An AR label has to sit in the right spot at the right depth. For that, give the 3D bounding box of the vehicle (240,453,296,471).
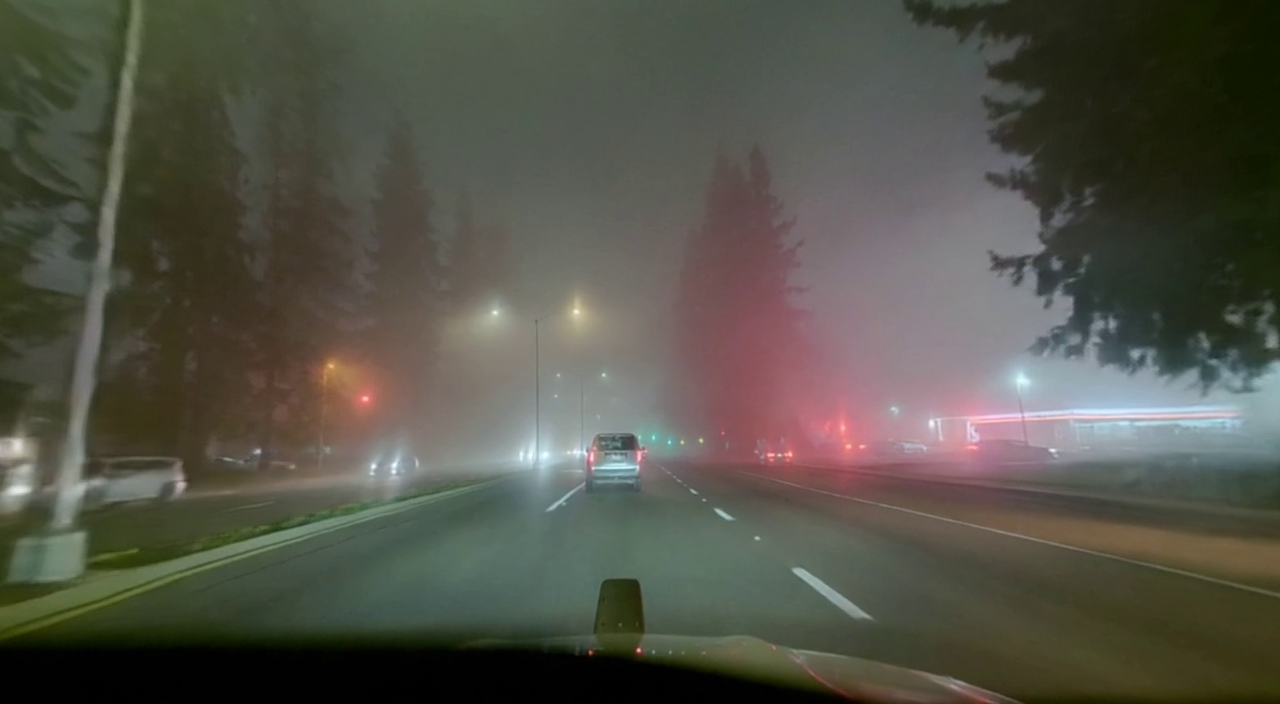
[{"bbox_3d":[-29.232,8.650,49.672,3.327,1.360,1.672,-1,-9,4],"label":"vehicle"}]

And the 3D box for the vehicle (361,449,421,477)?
[{"bbox_3d":[-15.575,6.931,39.787,2.022,1.615,4.324,0,-8,0],"label":"vehicle"}]

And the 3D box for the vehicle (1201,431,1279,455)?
[{"bbox_3d":[39.780,5.944,41.265,4.167,1.455,2.067,-1,-8,0],"label":"vehicle"}]

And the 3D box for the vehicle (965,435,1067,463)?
[{"bbox_3d":[20.722,5.366,34.951,4.339,1.456,2.030,0,-8,-2],"label":"vehicle"}]

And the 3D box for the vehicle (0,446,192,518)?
[{"bbox_3d":[-16.267,3.746,18.925,2.127,1.836,4.833,0,-8,0],"label":"vehicle"}]

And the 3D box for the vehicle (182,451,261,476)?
[{"bbox_3d":[-29.204,7.787,44.175,4.287,1.464,2.016,-3,-7,7],"label":"vehicle"}]

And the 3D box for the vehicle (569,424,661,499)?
[{"bbox_3d":[-0.774,3.119,18.394,2.300,1.870,4.936,0,-8,-3],"label":"vehicle"}]
